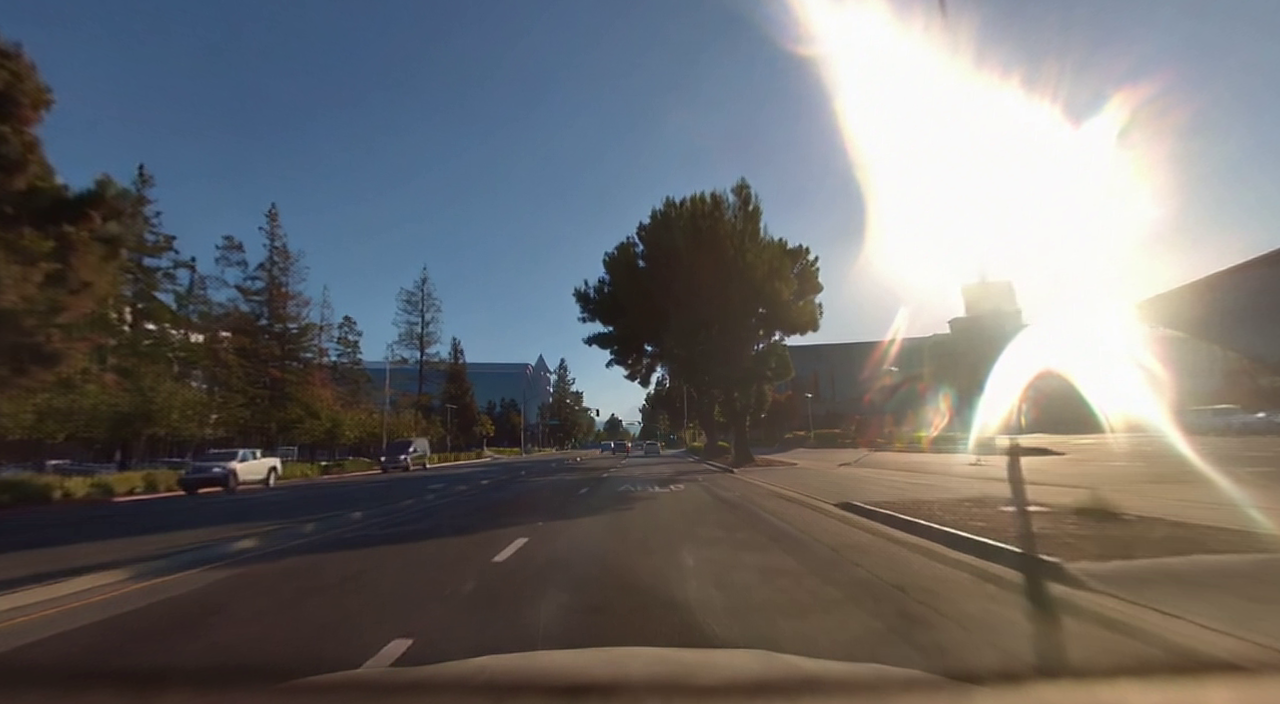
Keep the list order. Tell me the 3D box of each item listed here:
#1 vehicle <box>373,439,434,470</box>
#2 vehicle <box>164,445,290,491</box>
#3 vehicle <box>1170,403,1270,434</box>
[{"bbox_3d":[-17.154,7.429,45.842,2.331,2.109,5.400,0,-8,0],"label":"vehicle"},{"bbox_3d":[-17.297,4.840,26.638,2.112,1.754,4.740,0,-8,0],"label":"vehicle"},{"bbox_3d":[39.858,4.659,43.342,1.882,1.686,5.050,-2,-10,-3],"label":"vehicle"}]
